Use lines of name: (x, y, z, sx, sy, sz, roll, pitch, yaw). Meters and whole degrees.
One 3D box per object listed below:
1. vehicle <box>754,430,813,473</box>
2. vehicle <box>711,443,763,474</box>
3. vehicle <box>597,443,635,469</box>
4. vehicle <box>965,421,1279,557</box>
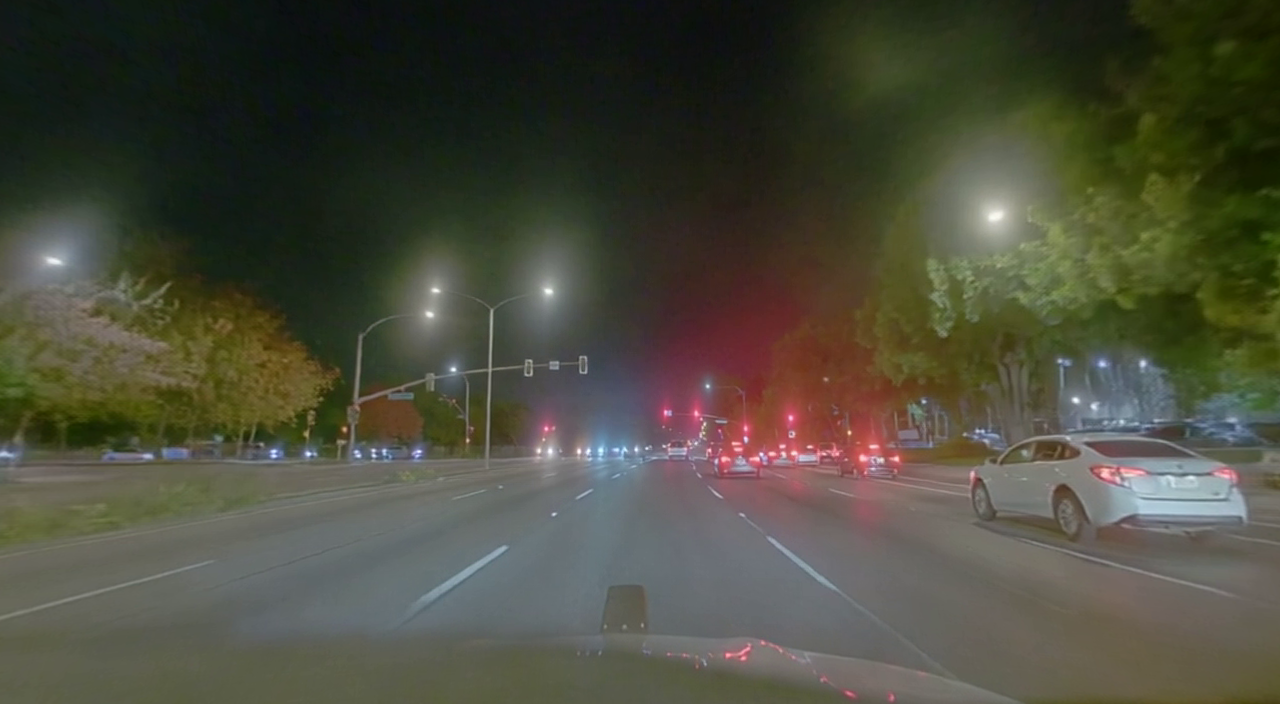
vehicle: (7.969, 5.606, 35.484, 2.186, 2.202, 5.426, 0, -9, 2)
vehicle: (5.138, 5.718, 34.056, 2.292, 1.563, 4.734, -1, -9, 2)
vehicle: (-1.485, 6.732, 40.887, 1.958, 1.542, 4.175, -1, -9, 5)
vehicle: (7.412, 2.011, 10.075, 2.051, 1.620, 4.702, -1, -8, 2)
